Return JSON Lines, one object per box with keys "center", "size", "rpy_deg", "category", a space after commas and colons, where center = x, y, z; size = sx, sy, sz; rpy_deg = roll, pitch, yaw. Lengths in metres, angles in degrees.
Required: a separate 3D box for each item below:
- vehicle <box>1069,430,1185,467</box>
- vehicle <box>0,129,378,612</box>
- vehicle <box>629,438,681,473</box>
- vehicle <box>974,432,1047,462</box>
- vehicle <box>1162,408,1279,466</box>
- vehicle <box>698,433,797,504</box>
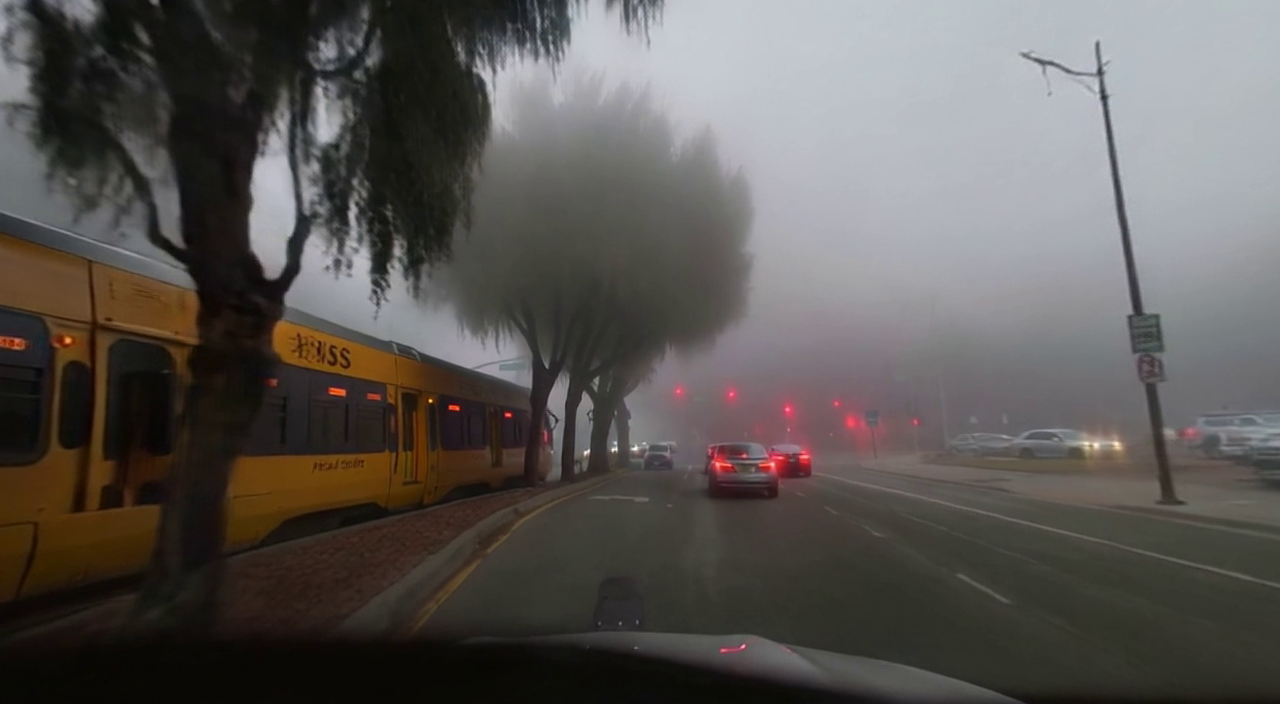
{"center": [21.996, 4.339, 28.821], "size": [1.825, 1.462, 4.764], "rpy_deg": [-3, -8, 6], "category": "vehicle"}
{"center": [-6.480, 0.013, 3.883], "size": [2.897, 3.700, 13.528], "rpy_deg": [-1, -7, 5], "category": "vehicle"}
{"center": [0.776, 4.731, 29.095], "size": [2.118, 1.478, 4.076], "rpy_deg": [-1, -8, 5], "category": "vehicle"}
{"center": [20.247, 5.199, 34.738], "size": [1.831, 1.545, 3.872], "rpy_deg": [0, -8, 4], "category": "vehicle"}
{"center": [23.958, 3.244, 24.061], "size": [5.654, 2.107, 2.513], "rpy_deg": [-1, -8, 6], "category": "vehicle"}
{"center": [2.476, 2.794, 15.640], "size": [2.002, 1.471, 4.337], "rpy_deg": [0, -8, 4], "category": "vehicle"}
